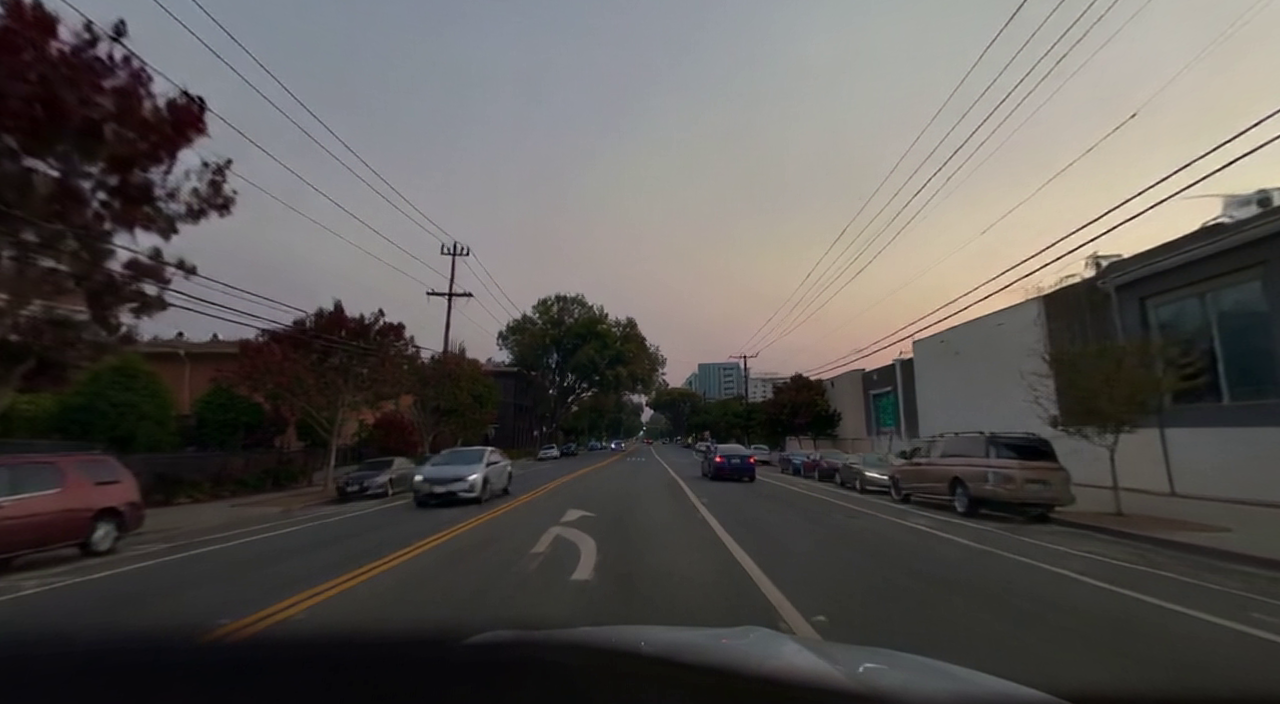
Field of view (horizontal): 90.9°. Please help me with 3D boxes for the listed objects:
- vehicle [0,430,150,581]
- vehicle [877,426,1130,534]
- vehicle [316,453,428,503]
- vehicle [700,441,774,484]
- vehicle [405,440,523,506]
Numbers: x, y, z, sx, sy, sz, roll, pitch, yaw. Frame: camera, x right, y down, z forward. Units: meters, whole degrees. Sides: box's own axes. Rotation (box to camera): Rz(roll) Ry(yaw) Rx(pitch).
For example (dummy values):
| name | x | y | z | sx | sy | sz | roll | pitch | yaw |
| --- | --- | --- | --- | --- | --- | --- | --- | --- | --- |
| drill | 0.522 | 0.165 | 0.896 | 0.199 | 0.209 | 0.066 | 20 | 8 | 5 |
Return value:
| name | x | y | z | sx | sy | sz | roll | pitch | yaw |
| --- | --- | --- | --- | --- | --- | --- | --- | --- | --- |
| vehicle | -9.495 | 2.129 | 8.644 | 1.981 | 1.975 | 4.534 | -3 | -8 | -1 |
| vehicle | 7.741 | 2.766 | 14.522 | 2.250 | 1.935 | 6.052 | 0 | -8 | 0 |
| vehicle | -9.298 | 4.372 | 22.332 | 1.944 | 1.524 | 4.404 | 0 | -8 | 2 |
| vehicle | 3.632 | 4.259 | 24.610 | 2.059 | 1.489 | 4.629 | 0 | -8 | -1 |
| vehicle | -4.717 | 3.280 | 17.598 | 2.010 | 1.588 | 4.186 | 0 | -8 | 1 |
